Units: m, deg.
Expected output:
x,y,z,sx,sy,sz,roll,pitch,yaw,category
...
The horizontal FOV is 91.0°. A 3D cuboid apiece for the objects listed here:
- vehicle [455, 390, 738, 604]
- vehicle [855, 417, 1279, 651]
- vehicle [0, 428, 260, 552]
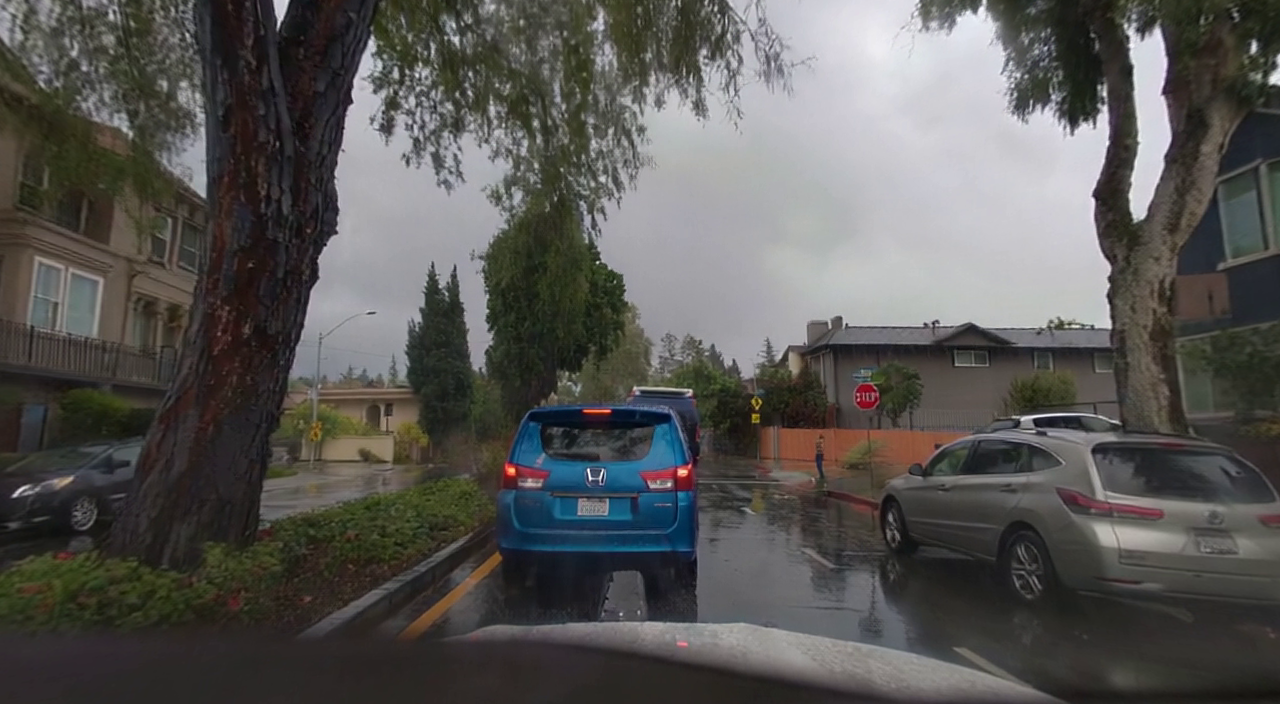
x,y,z,sx,sy,sz,roll,pitch,yaw,category
-0.386,1.566,7.711,2.377,1.787,4.652,0,-8,-1,vehicle
4.219,1.679,6.903,1.959,1.581,4.731,4,-9,-2,vehicle
-8.291,2.021,10.051,1.825,1.532,4.083,-3,-7,2,vehicle
